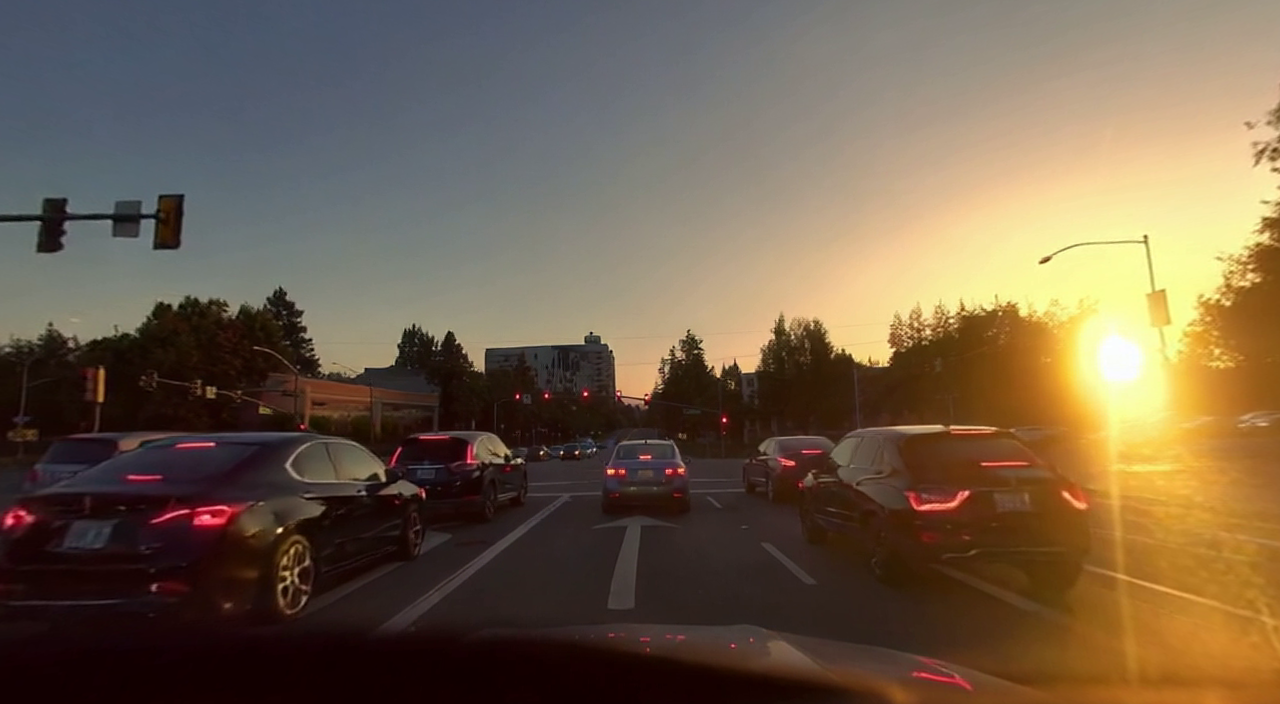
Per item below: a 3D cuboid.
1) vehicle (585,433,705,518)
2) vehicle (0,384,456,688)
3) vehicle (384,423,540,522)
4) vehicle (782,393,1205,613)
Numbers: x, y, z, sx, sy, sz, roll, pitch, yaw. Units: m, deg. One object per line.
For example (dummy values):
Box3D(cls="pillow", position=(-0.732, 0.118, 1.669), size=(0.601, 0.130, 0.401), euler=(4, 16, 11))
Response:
Box3D(cls="vehicle", position=(0.034, 2.482, 13.177), size=(2.114, 1.482, 4.056), euler=(0, -9, -2))
Box3D(cls="vehicle", position=(-3.386, 1.343, 5.762), size=(2.034, 1.655, 4.465), euler=(0, -9, 0))
Box3D(cls="vehicle", position=(-3.417, 2.410, 13.098), size=(1.958, 1.693, 4.242), euler=(0, -9, 0))
Box3D(cls="vehicle", position=(3.238, 1.497, 7.128), size=(2.178, 1.691, 4.314), euler=(0, -9, -1))
